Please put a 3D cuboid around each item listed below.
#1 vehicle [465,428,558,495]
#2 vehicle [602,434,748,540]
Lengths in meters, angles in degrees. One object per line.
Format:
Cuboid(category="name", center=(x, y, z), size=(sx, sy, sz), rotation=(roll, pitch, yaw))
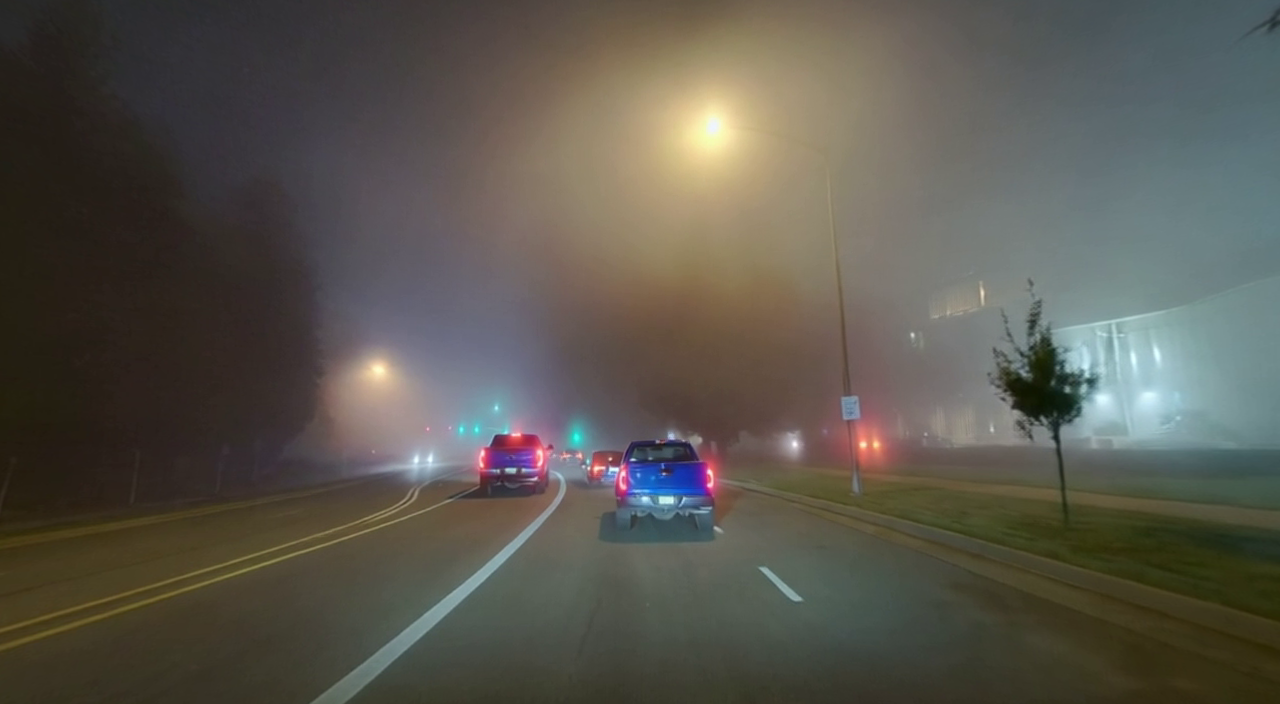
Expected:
Cuboid(category="vehicle", center=(-4.222, 3.720, 21.765), size=(2.512, 1.992, 5.725), rotation=(1, -9, -6))
Cuboid(category="vehicle", center=(0.397, 2.301, 11.399), size=(2.142, 1.528, 4.133), rotation=(0, -9, -4))
